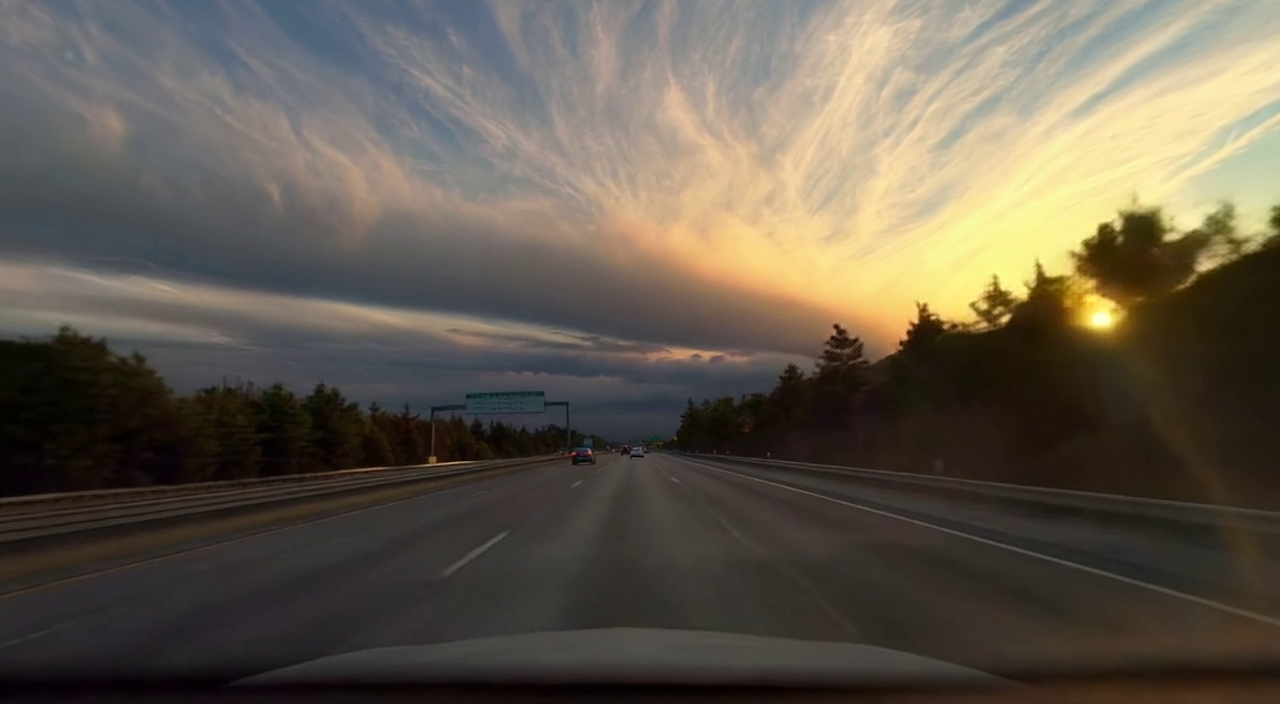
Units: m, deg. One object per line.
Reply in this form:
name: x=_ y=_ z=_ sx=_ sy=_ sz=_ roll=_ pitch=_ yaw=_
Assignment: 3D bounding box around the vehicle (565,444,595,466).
vehicle: x=-4.546 y=7.904 z=48.134 sx=1.958 sy=1.587 sz=4.801 roll=0 pitch=-9 yaw=-1
